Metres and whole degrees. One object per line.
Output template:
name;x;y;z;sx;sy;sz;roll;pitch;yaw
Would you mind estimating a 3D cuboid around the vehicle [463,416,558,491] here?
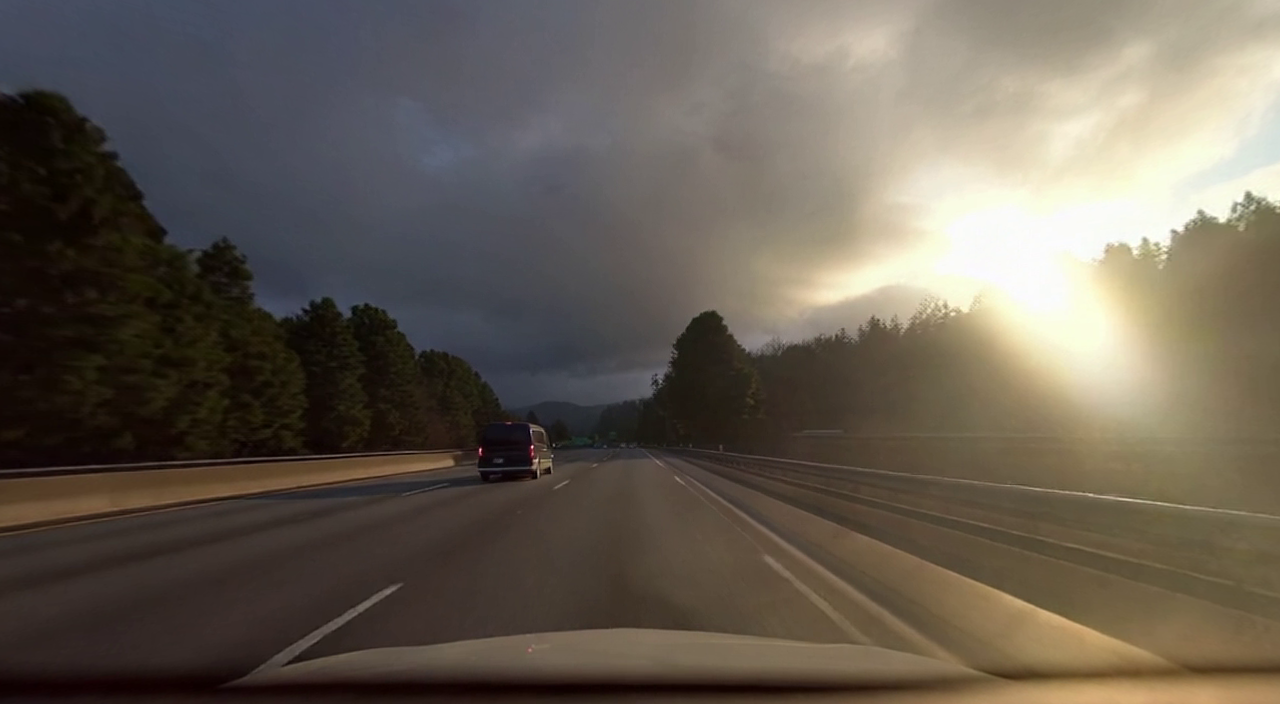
vehicle;-3.887;3.144;19.778;1.976;2.029;4.737;-1;-8;0
